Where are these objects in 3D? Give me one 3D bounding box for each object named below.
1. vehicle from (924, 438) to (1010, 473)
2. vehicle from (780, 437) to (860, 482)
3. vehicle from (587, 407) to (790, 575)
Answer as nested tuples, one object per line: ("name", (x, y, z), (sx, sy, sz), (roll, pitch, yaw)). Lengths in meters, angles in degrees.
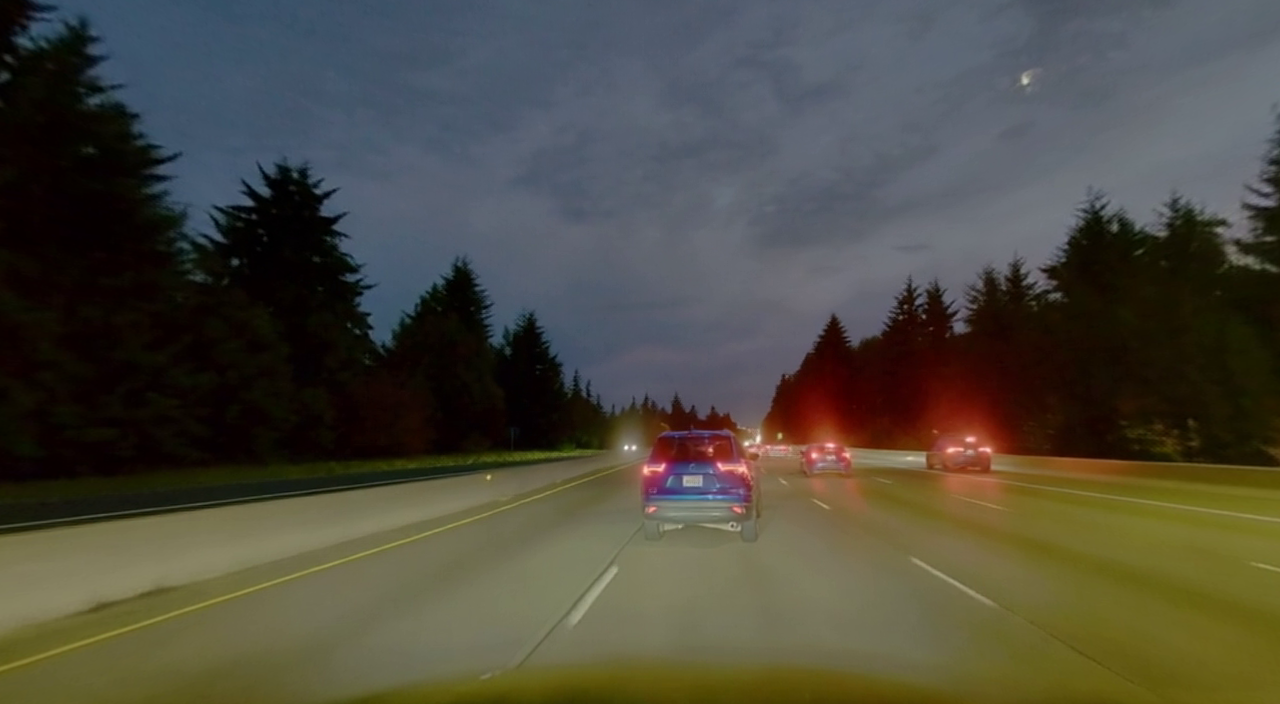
("vehicle", (14.917, 4.724, 29.046), (1.990, 1.478, 4.475), (-1, -8, 7))
("vehicle", (6.456, 3.883, 23.100), (1.962, 1.442, 4.536), (-1, -8, 5))
("vehicle", (0.715, 1.682, 8.393), (2.021, 1.635, 4.085), (-1, -8, 7))
